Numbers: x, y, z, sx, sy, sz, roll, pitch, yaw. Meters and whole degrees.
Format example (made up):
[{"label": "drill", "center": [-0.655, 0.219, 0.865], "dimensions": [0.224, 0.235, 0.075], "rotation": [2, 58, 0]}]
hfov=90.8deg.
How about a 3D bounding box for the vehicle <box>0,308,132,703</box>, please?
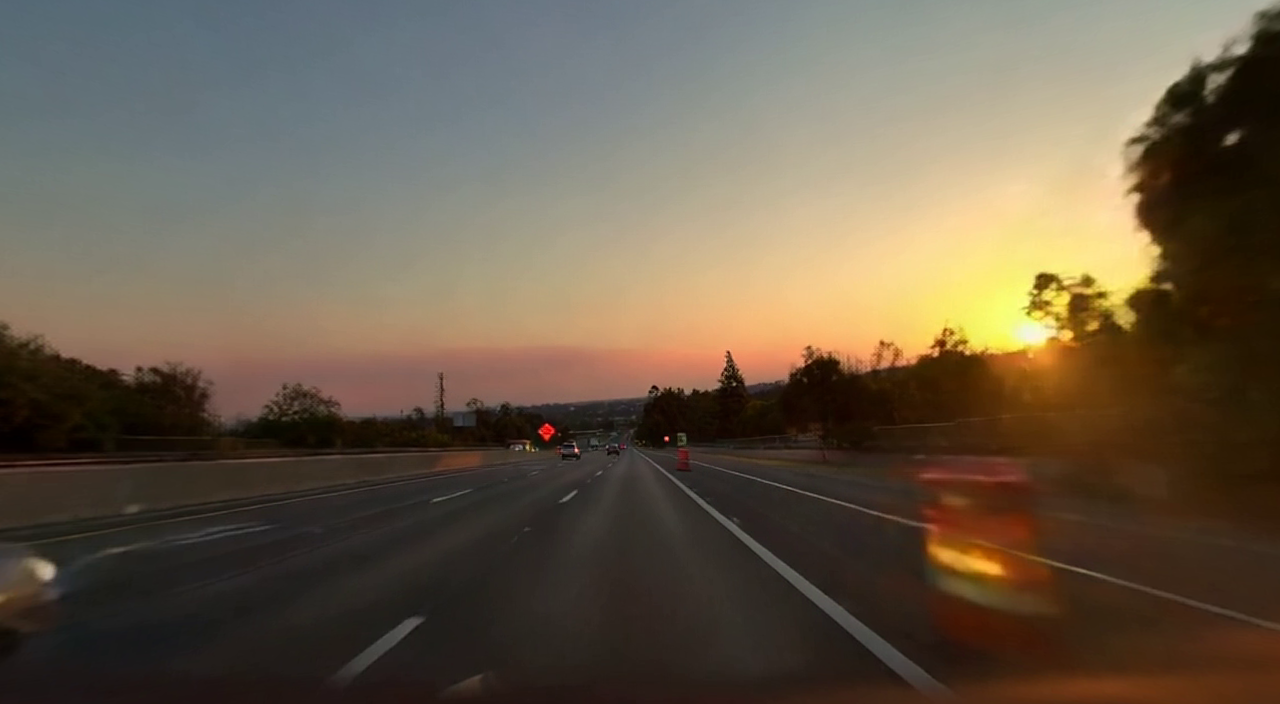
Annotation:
[{"label": "vehicle", "center": [-3.039, 0.460, 0.201], "dimensions": [2.103, 1.715, 4.371], "rotation": [0, -9, -1]}]
